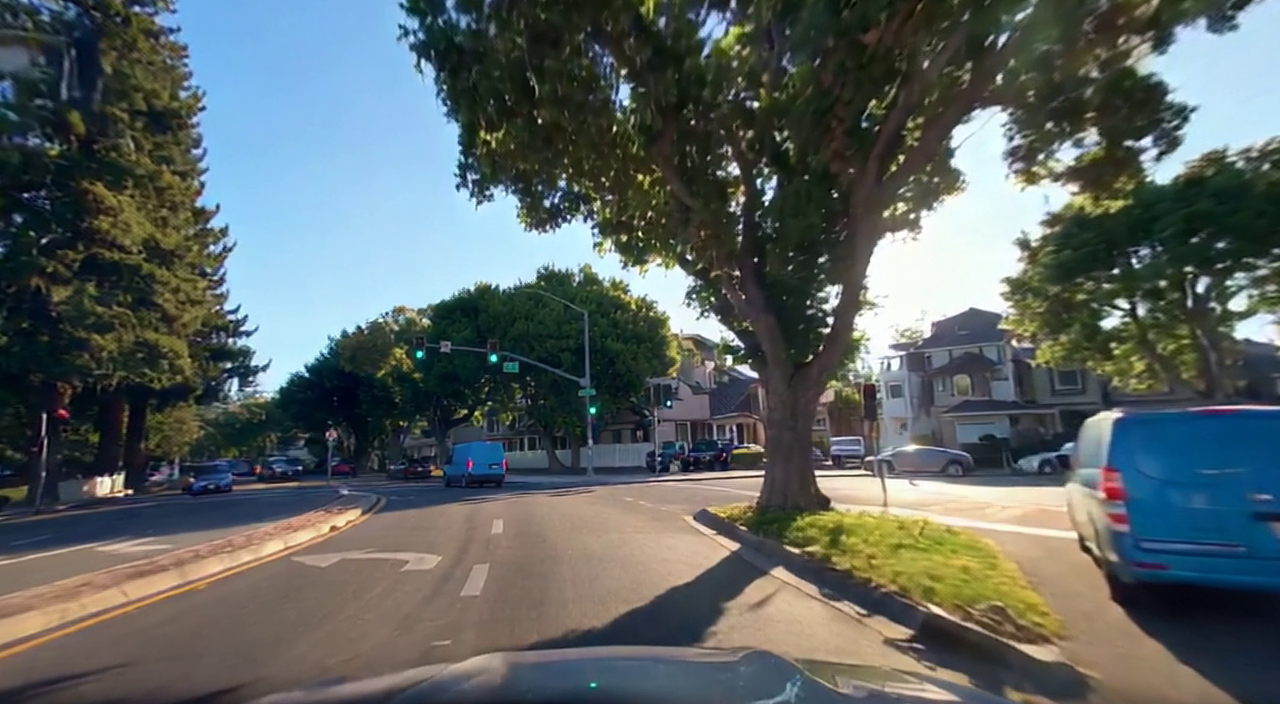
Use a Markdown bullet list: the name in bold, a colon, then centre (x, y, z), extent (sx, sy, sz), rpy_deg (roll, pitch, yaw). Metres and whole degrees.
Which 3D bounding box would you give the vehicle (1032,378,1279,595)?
- **vehicle**: centre (6.185, 1.427, 7.368), extent (2.133, 1.821, 4.254), rpy_deg (-4, -9, 25)

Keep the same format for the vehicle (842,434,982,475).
- **vehicle**: centre (10.324, 3.946, 24.350), extent (4.509, 1.481, 2.027), rpy_deg (-2, -9, 9)

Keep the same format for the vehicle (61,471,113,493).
- **vehicle**: centre (-43.520, 10.186, 49.682), extent (4.290, 1.497, 2.093), rpy_deg (-8, -10, 35)

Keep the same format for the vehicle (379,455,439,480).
- **vehicle**: centre (-14.988, 7.427, 40.829), extent (2.008, 1.445, 4.386), rpy_deg (8, -12, -43)

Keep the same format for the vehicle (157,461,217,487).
- **vehicle**: centre (-34.517, 9.259, 48.063), extent (5.175, 1.791, 2.008), rpy_deg (-7, -10, 34)

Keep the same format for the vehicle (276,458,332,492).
- **vehicle**: centre (-17.147, 6.195, 32.126), extent (1.952, 1.461, 4.377), rpy_deg (6, -10, -34)

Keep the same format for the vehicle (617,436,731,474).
- **vehicle**: centre (1.908, 5.923, 36.455), extent (6.104, 2.026, 2.514), rpy_deg (-5, -10, 31)

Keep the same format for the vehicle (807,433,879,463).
- **vehicle**: centre (13.807, 6.497, 43.018), extent (4.268, 1.765, 1.989), rpy_deg (-4, -5, 29)

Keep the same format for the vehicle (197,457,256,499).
- **vehicle**: centre (-20.253, 6.088, 30.855), extent (2.078, 1.783, 4.670), rpy_deg (6, -10, -35)

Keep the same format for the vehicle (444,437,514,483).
- **vehicle**: centre (-8.331, 5.474, 32.353), extent (2.213, 2.124, 4.809), rpy_deg (5, -10, -29)
